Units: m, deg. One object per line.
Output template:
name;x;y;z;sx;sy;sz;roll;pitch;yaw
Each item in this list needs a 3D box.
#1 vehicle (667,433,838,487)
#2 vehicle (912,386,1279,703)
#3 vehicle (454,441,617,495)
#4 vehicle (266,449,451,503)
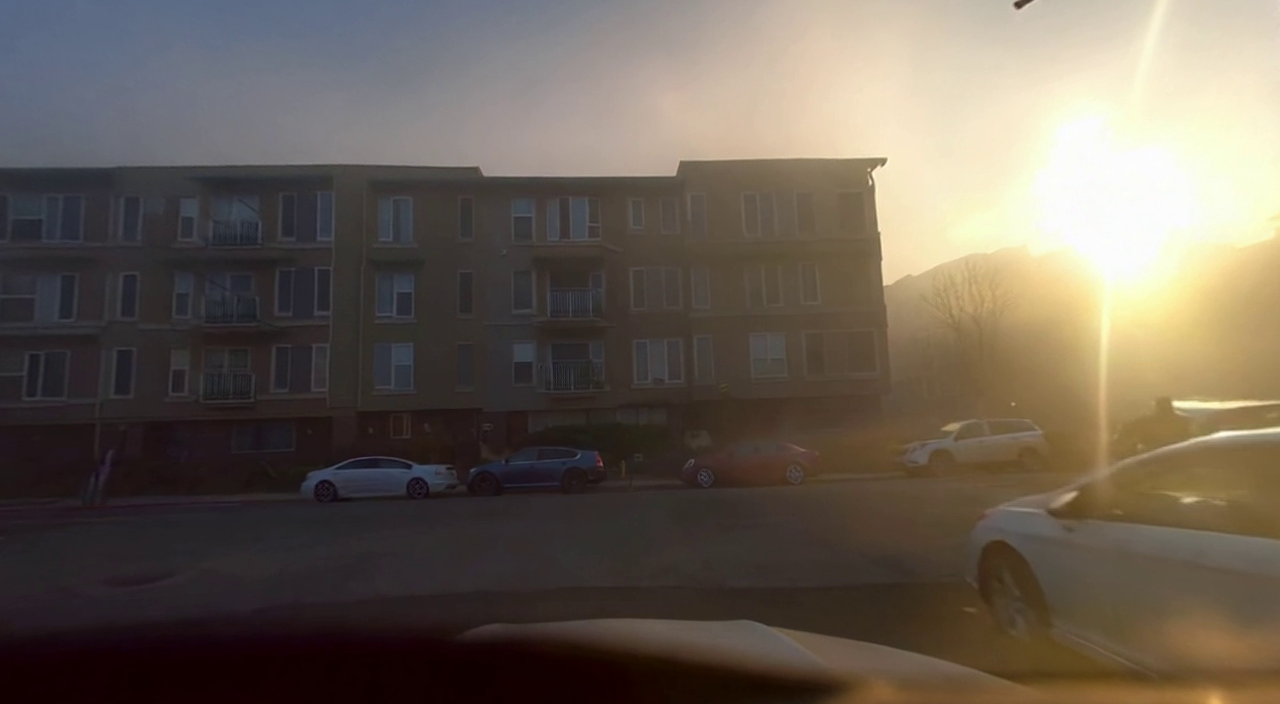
vehicle;3.243;3.190;18.828;4.681;1.480;1.817;1;-9;-4
vehicle;3.186;0.994;2.938;1.991;1.489;4.693;0;-9;4
vehicle;-2.950;3.372;18.515;4.489;1.470;1.776;1;-9;-4
vehicle;-7.882;3.501;18.104;4.423;1.449;1.813;1;-9;-6
